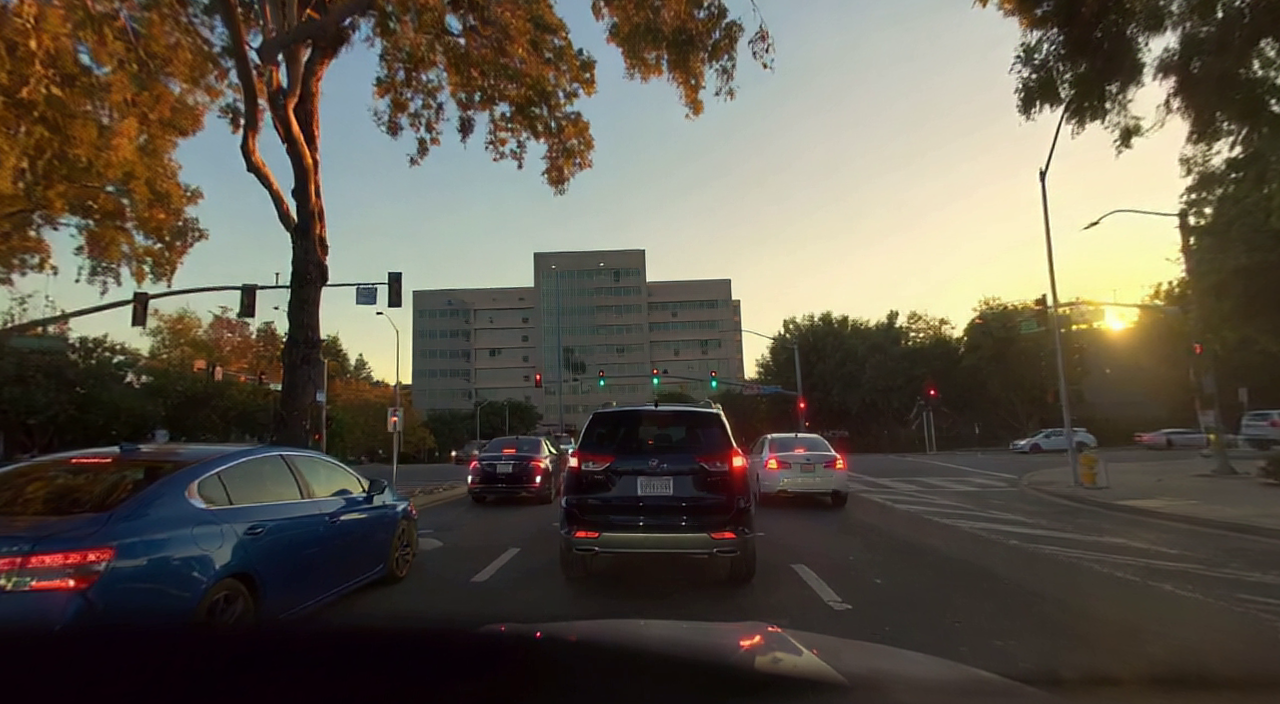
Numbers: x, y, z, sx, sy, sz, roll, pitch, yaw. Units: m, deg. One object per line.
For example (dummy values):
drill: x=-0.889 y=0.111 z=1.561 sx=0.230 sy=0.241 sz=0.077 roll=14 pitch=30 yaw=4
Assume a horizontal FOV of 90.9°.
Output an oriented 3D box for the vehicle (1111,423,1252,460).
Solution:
vehicle: x=23.846 y=3.965 z=27.950 sx=4.026 sy=1.573 sz=2.271 roll=-1 pitch=-8 yaw=7

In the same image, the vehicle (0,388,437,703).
vehicle: x=-3.226 y=1.195 z=4.402 sx=1.958 sy=1.494 sz=4.624 roll=0 pitch=-8 yaw=2

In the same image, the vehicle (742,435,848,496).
vehicle: x=4.096 y=3.059 z=17.348 sx=1.979 sy=1.453 sz=4.011 roll=0 pitch=-8 yaw=1

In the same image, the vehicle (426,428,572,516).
vehicle: x=-2.689 y=2.389 z=13.059 sx=1.851 sy=1.502 sz=4.042 roll=0 pitch=-8 yaw=4

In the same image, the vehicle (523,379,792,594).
vehicle: x=0.204 y=1.466 z=7.659 sx=2.300 sy=1.832 sz=4.331 roll=0 pitch=-8 yaw=1
